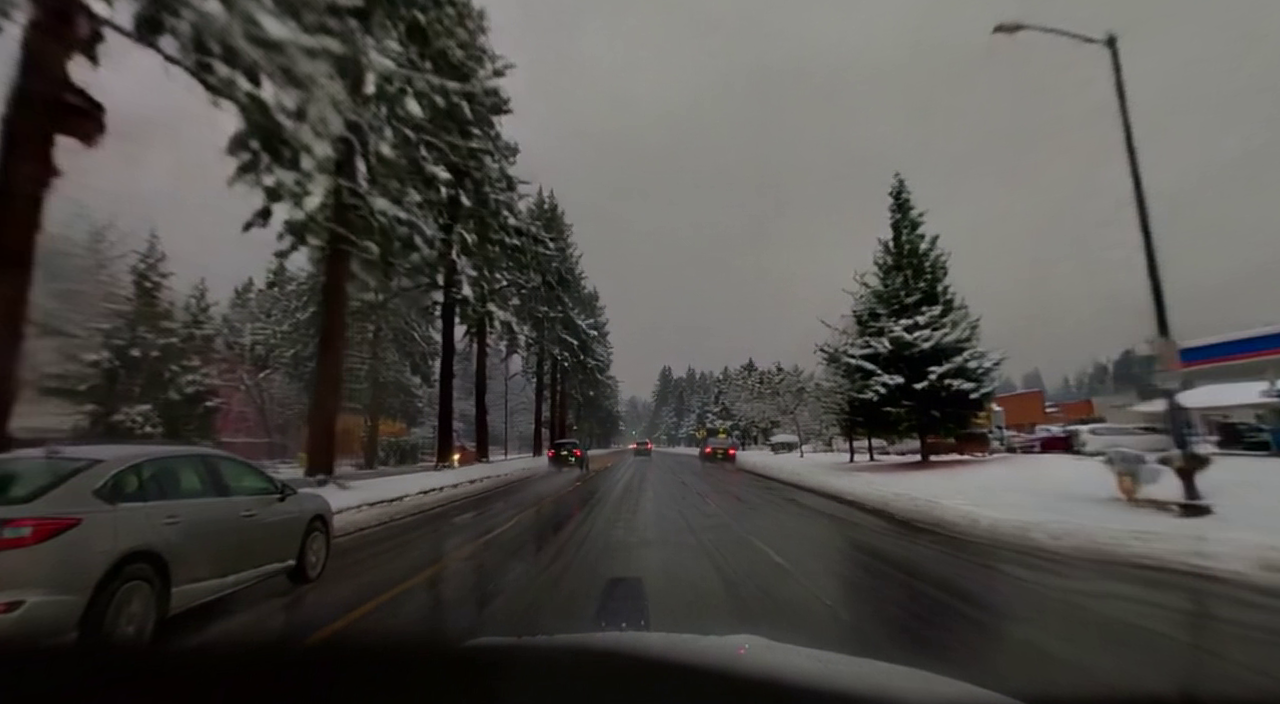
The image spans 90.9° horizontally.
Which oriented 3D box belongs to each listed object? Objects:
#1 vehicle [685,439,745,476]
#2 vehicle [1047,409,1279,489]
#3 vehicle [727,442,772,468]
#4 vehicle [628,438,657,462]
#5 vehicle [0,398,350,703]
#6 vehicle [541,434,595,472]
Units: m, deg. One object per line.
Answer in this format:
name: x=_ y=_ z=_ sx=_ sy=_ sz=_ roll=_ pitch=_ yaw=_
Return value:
vehicle: x=3.216 y=4.632 z=27.849 sx=2.010 sy=1.486 sz=4.498 roll=0 pitch=-9 yaw=-1
vehicle: x=13.906 y=2.554 z=16.727 sx=2.097 sy=1.779 sz=4.720 roll=4 pitch=-9 yaw=-23
vehicle: x=6.468 y=6.137 z=37.798 sx=1.856 sy=1.421 sz=4.357 roll=0 pitch=-9 yaw=-1
vehicle: x=0.175 y=6.922 z=44.469 sx=1.922 sy=1.579 sz=3.642 roll=0 pitch=-9 yaw=1
vehicle: x=-4.119 y=1.143 z=4.047 sx=1.988 sy=1.530 sz=5.155 roll=0 pitch=-9 yaw=1
vehicle: x=-3.532 y=5.053 z=31.674 sx=2.051 sy=1.747 sz=4.370 roll=0 pitch=-9 yaw=1
